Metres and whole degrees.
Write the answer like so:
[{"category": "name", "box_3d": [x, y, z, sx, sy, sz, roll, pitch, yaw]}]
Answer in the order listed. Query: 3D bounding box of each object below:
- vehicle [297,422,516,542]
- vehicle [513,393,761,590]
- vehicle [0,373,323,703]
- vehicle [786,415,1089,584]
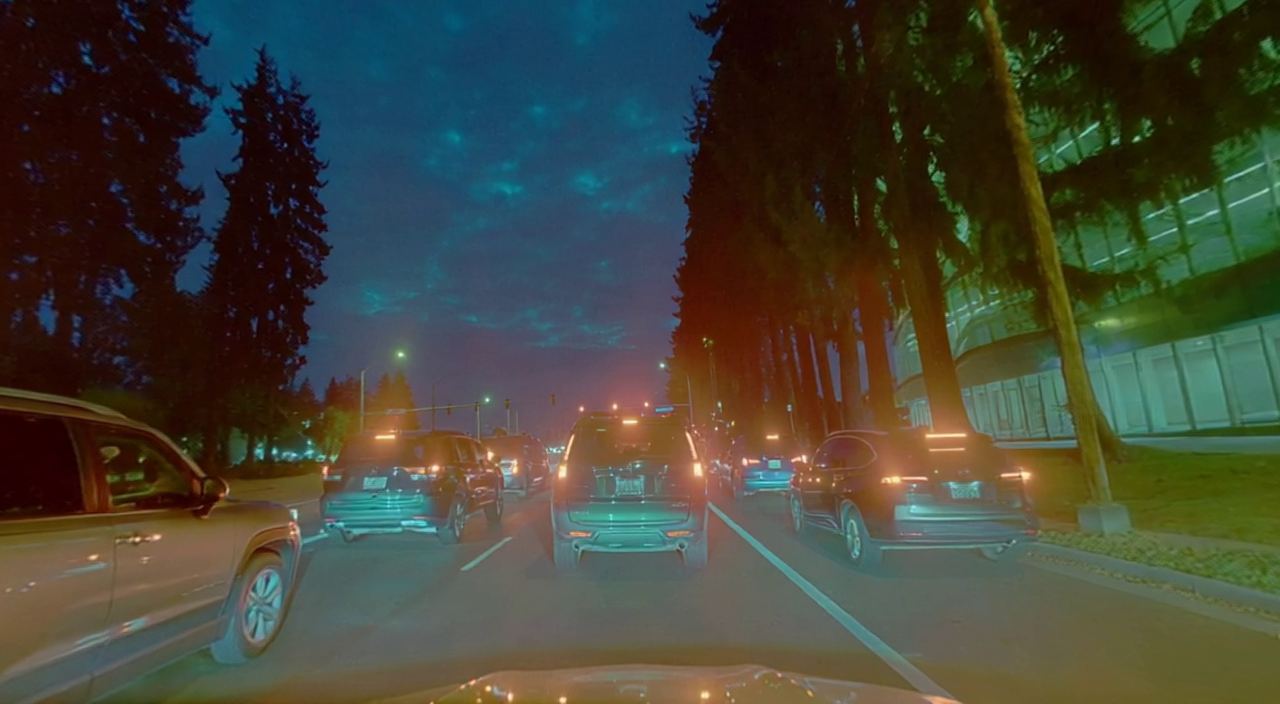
[{"category": "vehicle", "box_3d": [-3.662, 2.117, 10.918, 2.042, 1.641, 4.314, 0, -8, 1]}, {"category": "vehicle", "box_3d": [-0.010, 1.535, 7.695, 2.193, 1.744, 4.033, 0, -8, 1]}, {"category": "vehicle", "box_3d": [-3.782, 0.995, 3.298, 1.929, 1.641, 4.193, 0, -8, 2]}, {"category": "vehicle", "box_3d": [3.255, 1.668, 7.862, 1.922, 1.579, 3.642, 0, -8, -1]}]
